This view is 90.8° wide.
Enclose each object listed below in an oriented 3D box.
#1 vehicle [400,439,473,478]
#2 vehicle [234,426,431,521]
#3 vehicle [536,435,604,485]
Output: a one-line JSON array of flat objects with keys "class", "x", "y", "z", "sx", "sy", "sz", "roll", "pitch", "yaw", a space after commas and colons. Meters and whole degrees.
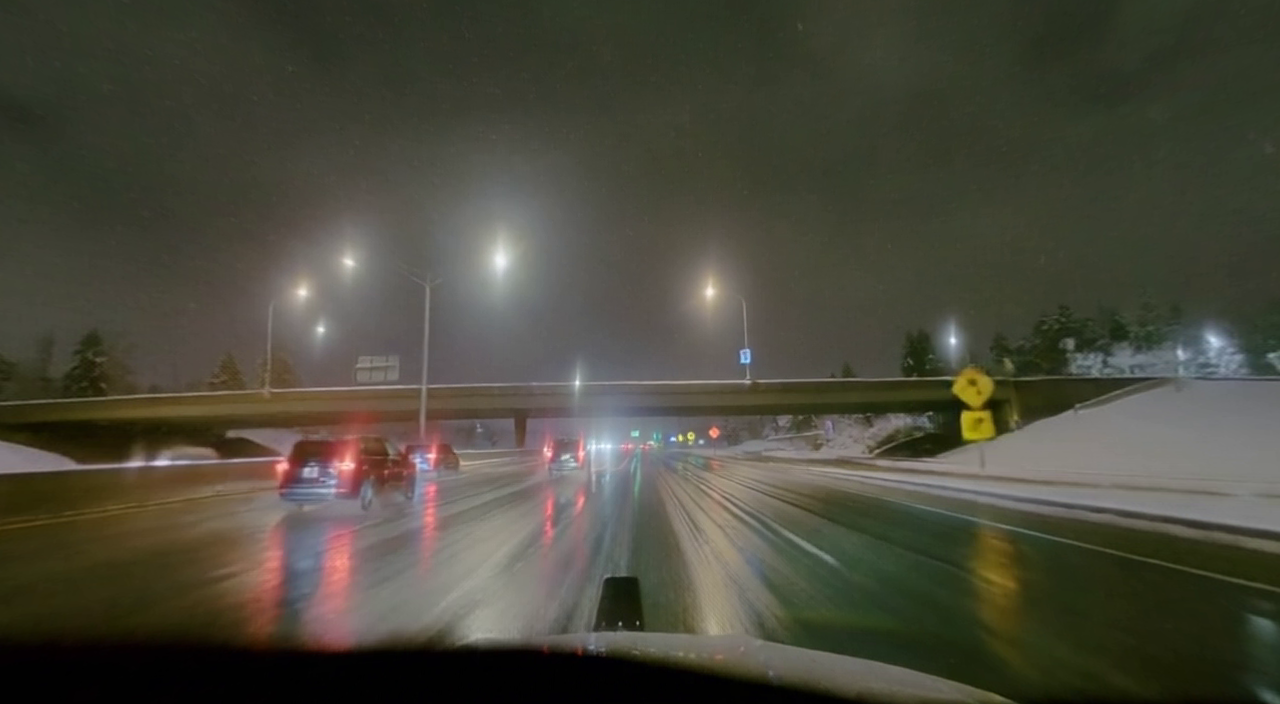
[{"class": "vehicle", "x": -9.897, "y": 5.193, "z": 31.119, "sx": 1.969, "sy": 1.759, "sz": 4.758, "roll": 0, "pitch": -8, "yaw": 0}, {"class": "vehicle", "x": -6.630, "y": 2.654, "z": 14.411, "sx": 2.015, "sy": 1.762, "sz": 4.790, "roll": 0, "pitch": -8, "yaw": 1}, {"class": "vehicle", "x": -2.530, "y": 4.009, "z": 23.821, "sx": 2.027, "sy": 1.697, "sz": 4.307, "roll": 0, "pitch": -8, "yaw": 1}]
